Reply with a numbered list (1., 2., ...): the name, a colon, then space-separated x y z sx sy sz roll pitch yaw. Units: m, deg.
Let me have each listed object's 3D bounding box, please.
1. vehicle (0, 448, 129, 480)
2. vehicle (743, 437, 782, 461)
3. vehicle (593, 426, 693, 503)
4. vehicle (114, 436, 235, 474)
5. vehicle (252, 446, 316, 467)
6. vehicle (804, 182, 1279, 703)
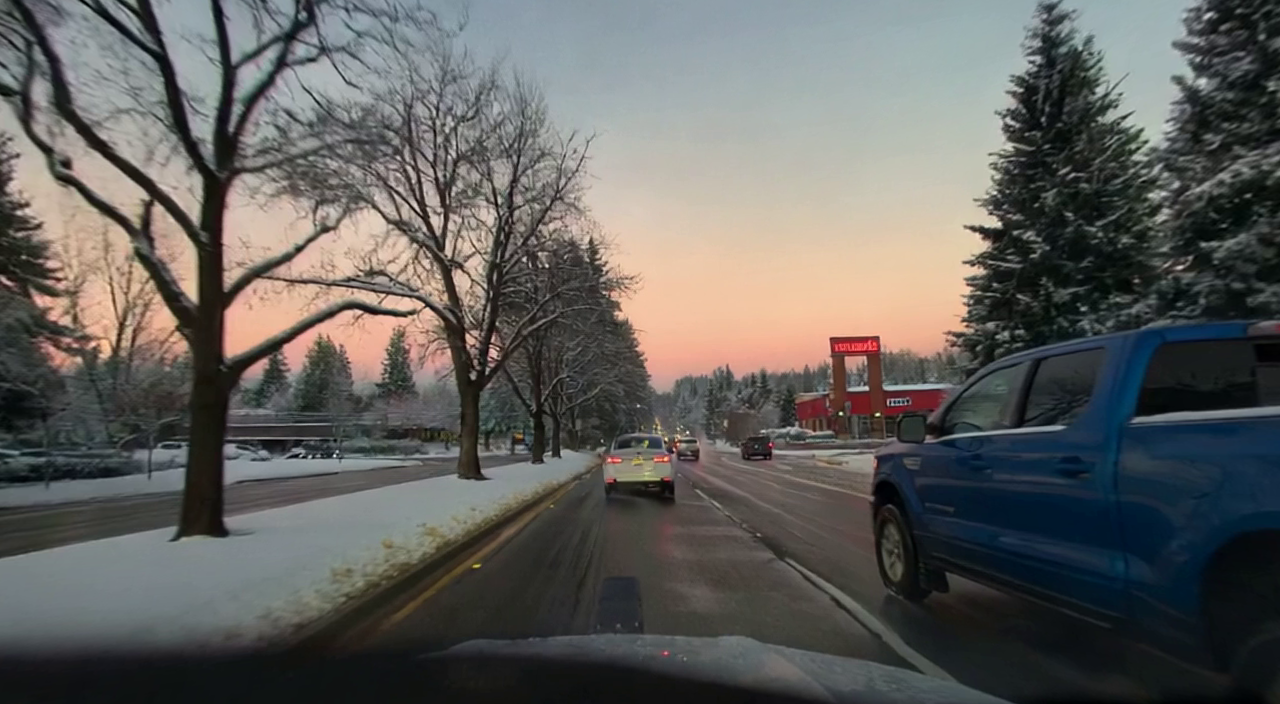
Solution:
1. vehicle: -27.869 5.401 30.441 4.578 1.446 1.899 0 -9 -1
2. vehicle: 8.730 6.943 45.120 2.091 1.612 4.121 0 -8 2
3. vehicle: 0.044 2.740 15.699 2.145 1.650 4.021 0 -8 -1
4. vehicle: -32.363 7.210 44.264 2.664 2.215 7.903 -4 -9 -1
5. vehicle: -28.260 8.320 49.991 3.894 1.527 1.872 -1 -10 -1
6. vehicle: 3.299 0.857 4.068 2.731 2.101 6.047 0 -8 -1
